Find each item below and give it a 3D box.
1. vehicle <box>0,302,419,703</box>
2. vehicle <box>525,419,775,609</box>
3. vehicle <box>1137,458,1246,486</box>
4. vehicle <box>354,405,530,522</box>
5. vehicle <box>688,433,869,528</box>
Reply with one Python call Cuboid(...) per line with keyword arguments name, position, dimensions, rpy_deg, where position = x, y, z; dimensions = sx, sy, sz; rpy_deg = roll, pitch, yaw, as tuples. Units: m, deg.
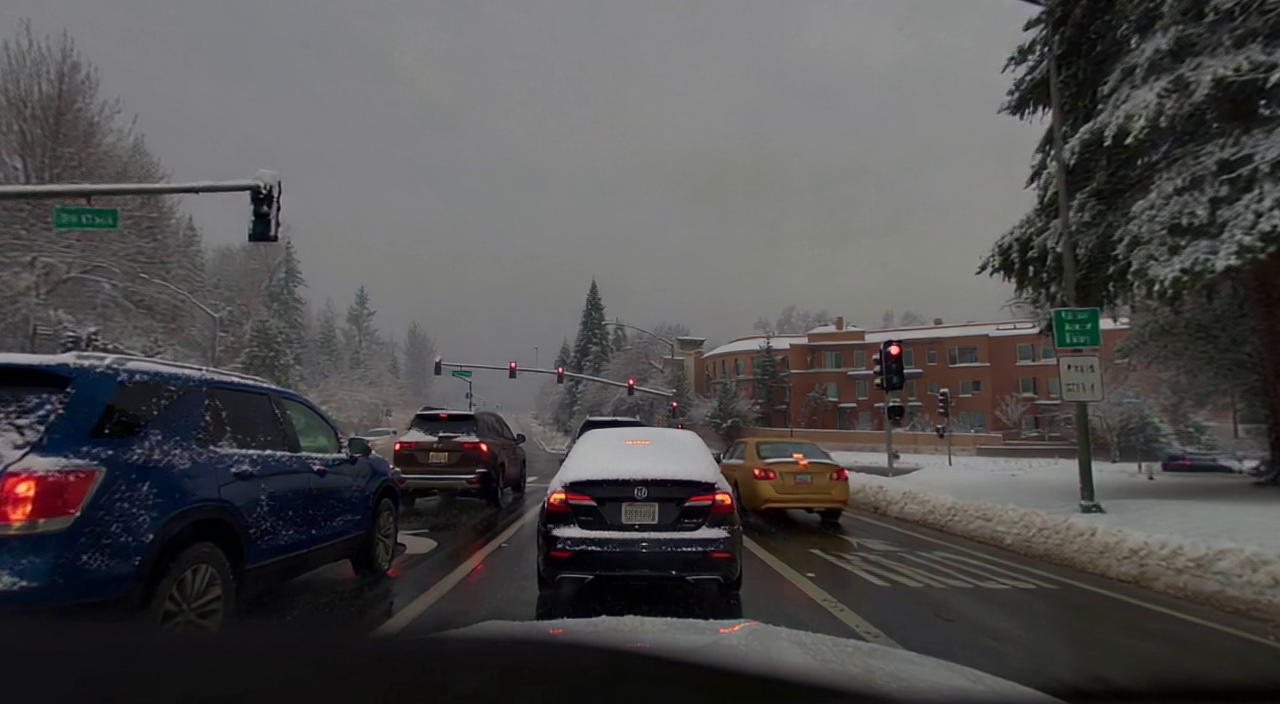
Cuboid(name="vehicle", position=(-3.147, 1.011, 4.143), dimensions=(1.924, 1.737, 4.387), rpy_deg=(0, -8, -2))
Cuboid(name="vehicle", position=(-0.056, 1.619, 7.329), dimensions=(2.001, 1.483, 4.442), rpy_deg=(0, -8, -4))
Cuboid(name="vehicle", position=(33.856, 7.367, 38.892), dimensions=(4.737, 1.572, 2.026), rpy_deg=(0, -8, 1))
Cuboid(name="vehicle", position=(-3.878, 2.319, 13.707), dimensions=(2.305, 1.984, 5.586), rpy_deg=(0, -8, -3))
Cuboid(name="vehicle", position=(2.463, 2.447, 12.752), dimensions=(2.100, 1.524, 4.746), rpy_deg=(1, -9, -6))
